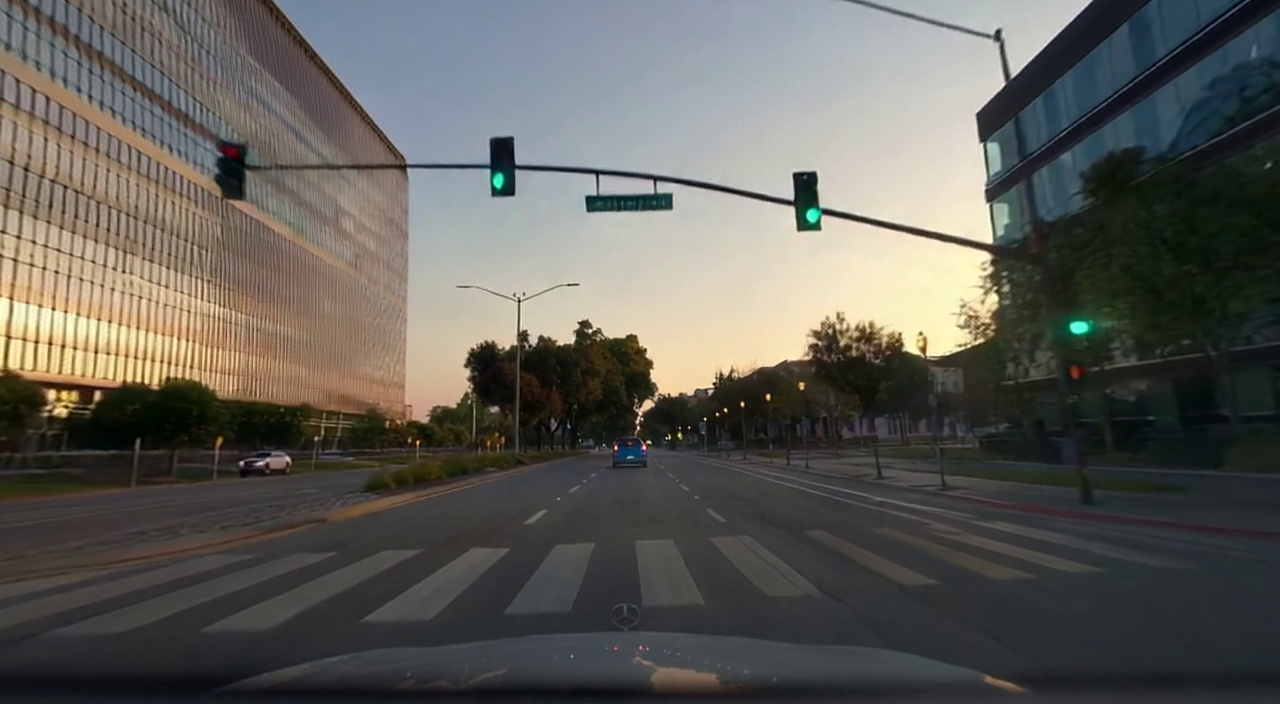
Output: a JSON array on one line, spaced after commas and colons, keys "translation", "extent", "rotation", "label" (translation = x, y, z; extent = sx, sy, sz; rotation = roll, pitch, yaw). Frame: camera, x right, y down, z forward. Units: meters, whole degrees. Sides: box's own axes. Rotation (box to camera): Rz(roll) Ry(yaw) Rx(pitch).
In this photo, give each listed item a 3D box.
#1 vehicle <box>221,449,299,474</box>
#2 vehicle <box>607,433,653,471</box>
[{"translation": [-29.663, 8.543, 49.458], "extent": [4.813, 1.783, 1.983], "rotation": [2, -9, -20], "label": "vehicle"}, {"translation": [-0.523, 5.349, 34.037], "extent": [2.313, 1.860, 4.319], "rotation": [0, -8, -1], "label": "vehicle"}]
